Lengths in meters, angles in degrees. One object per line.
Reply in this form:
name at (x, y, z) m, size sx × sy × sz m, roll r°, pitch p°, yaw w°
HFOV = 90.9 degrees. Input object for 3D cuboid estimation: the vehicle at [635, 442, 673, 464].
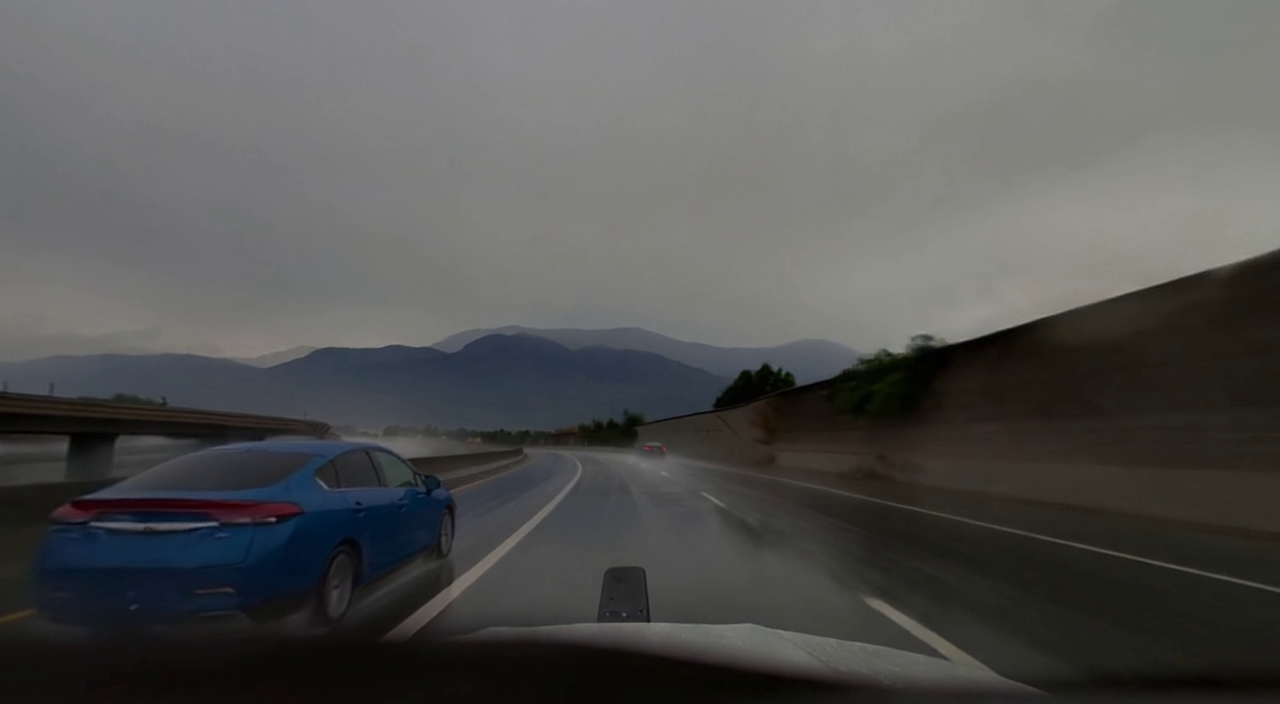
vehicle at (0.917, 7.214, 44.949) m, size 1.985 × 1.440 × 4.466 m, roll 1°, pitch -9°, yaw -8°
